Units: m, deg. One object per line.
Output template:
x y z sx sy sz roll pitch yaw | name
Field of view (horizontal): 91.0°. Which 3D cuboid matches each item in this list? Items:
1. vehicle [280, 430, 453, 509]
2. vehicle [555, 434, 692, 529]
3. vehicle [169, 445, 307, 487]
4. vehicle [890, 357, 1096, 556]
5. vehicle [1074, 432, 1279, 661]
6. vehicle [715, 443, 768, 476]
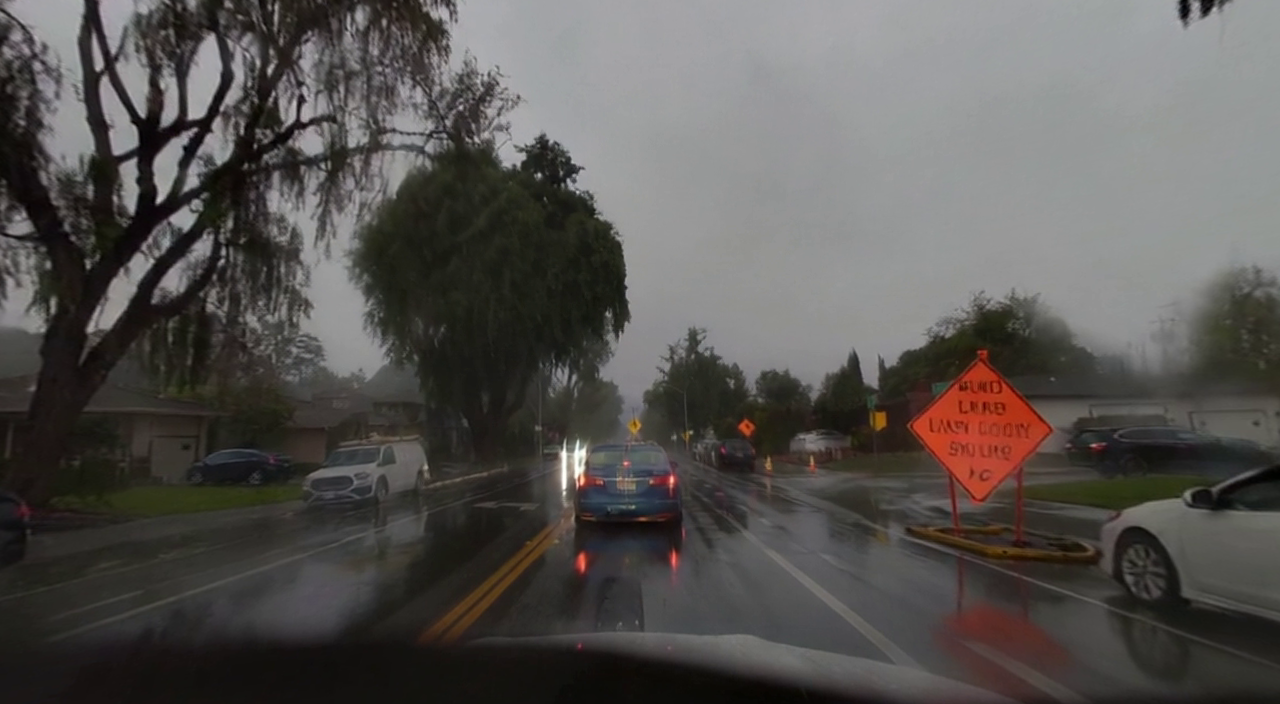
-8.150 3.563 19.727 2.659 2.047 6.014 0 -9 0 | vehicle
-0.239 2.358 12.065 2.151 1.481 4.084 0 -9 1 | vehicle
-16.637 4.726 26.218 4.468 1.517 1.796 -1 -9 -2 | vehicle
5.272 1.577 9.828 1.409 2.648 2.645 1 -9 -4 | vehicle
5.109 1.203 3.654 1.864 1.480 4.587 0 -9 -1 | vehicle
4.917 5.268 30.990 1.985 1.481 4.116 0 -9 1 | vehicle
